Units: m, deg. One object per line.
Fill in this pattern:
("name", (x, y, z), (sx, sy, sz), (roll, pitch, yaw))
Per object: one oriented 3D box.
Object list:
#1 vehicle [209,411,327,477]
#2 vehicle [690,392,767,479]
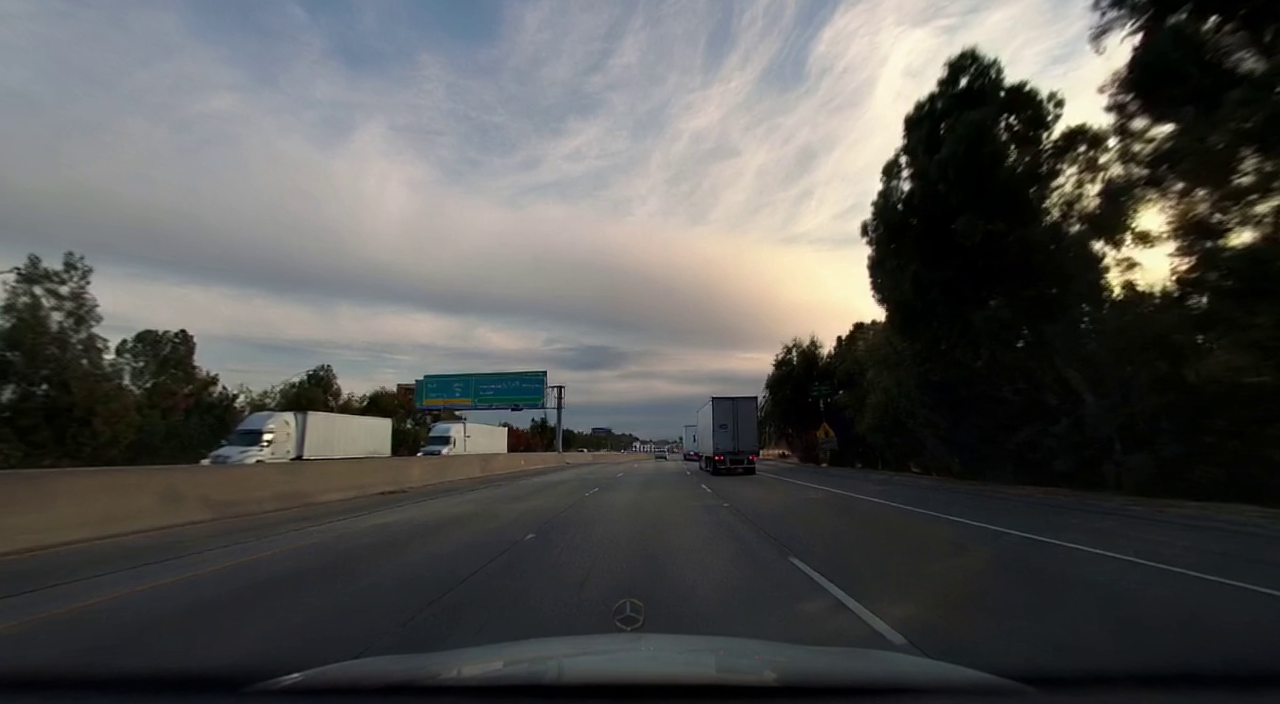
("vehicle", (-22.088, 5.516, 37.926), (3.183, 3.642, 5.959), (0, -8, 2))
("vehicle", (4.936, 5.112, 38.276), (2.826, 4.269, 14.176), (-1, -8, 1))
